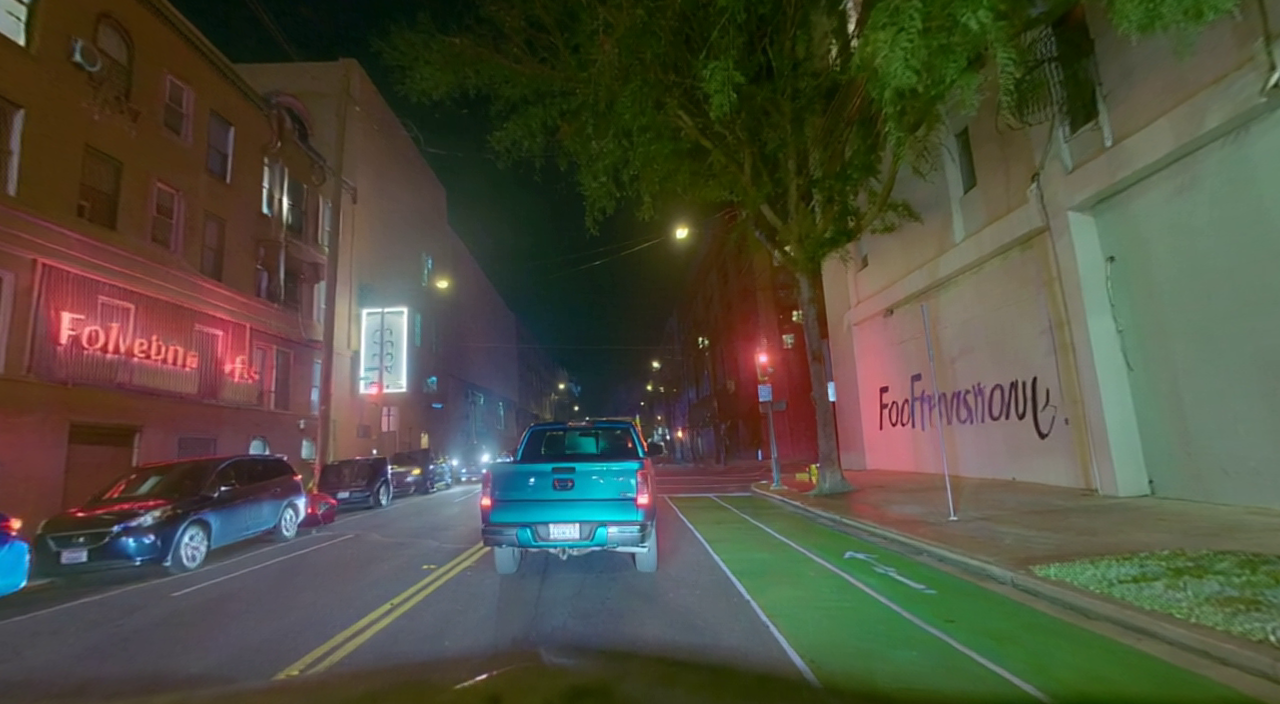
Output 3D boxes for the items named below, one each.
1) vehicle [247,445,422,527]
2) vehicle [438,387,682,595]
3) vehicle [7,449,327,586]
[{"bbox_3d":[-7.400,3.234,16.054,1.884,1.730,5.076,0,-8,0],"label":"vehicle"},{"bbox_3d":[-0.704,1.602,8.137,2.215,1.882,4.611,0,-8,1],"label":"vehicle"},{"bbox_3d":[-7.161,2.457,10.372,1.882,1.686,4.489,0,-8,-2],"label":"vehicle"}]
